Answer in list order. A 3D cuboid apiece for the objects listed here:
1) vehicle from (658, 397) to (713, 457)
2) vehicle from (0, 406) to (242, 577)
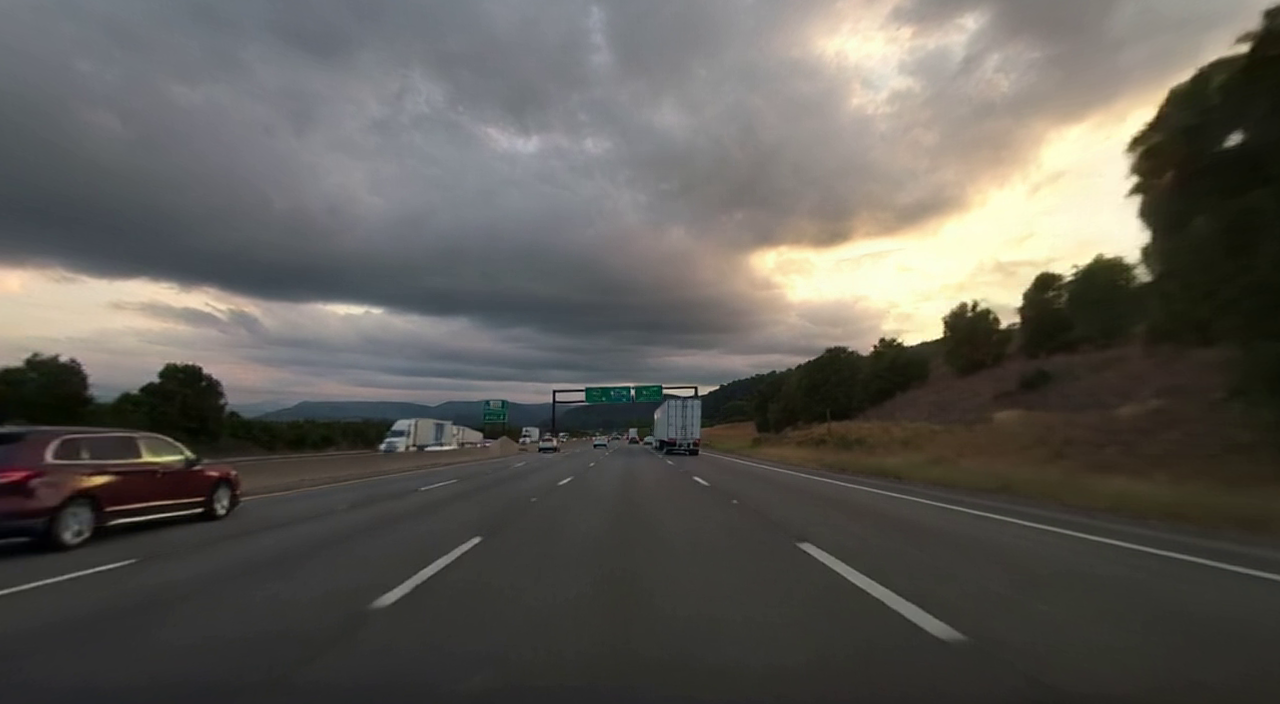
[{"bbox_3d":[3.006,5.446,45.267,2.760,3.710,12.230,0,-7,-1],"label":"vehicle"},{"bbox_3d":[-7.211,1.525,7.393,2.076,1.636,4.597,0,-8,0],"label":"vehicle"}]
